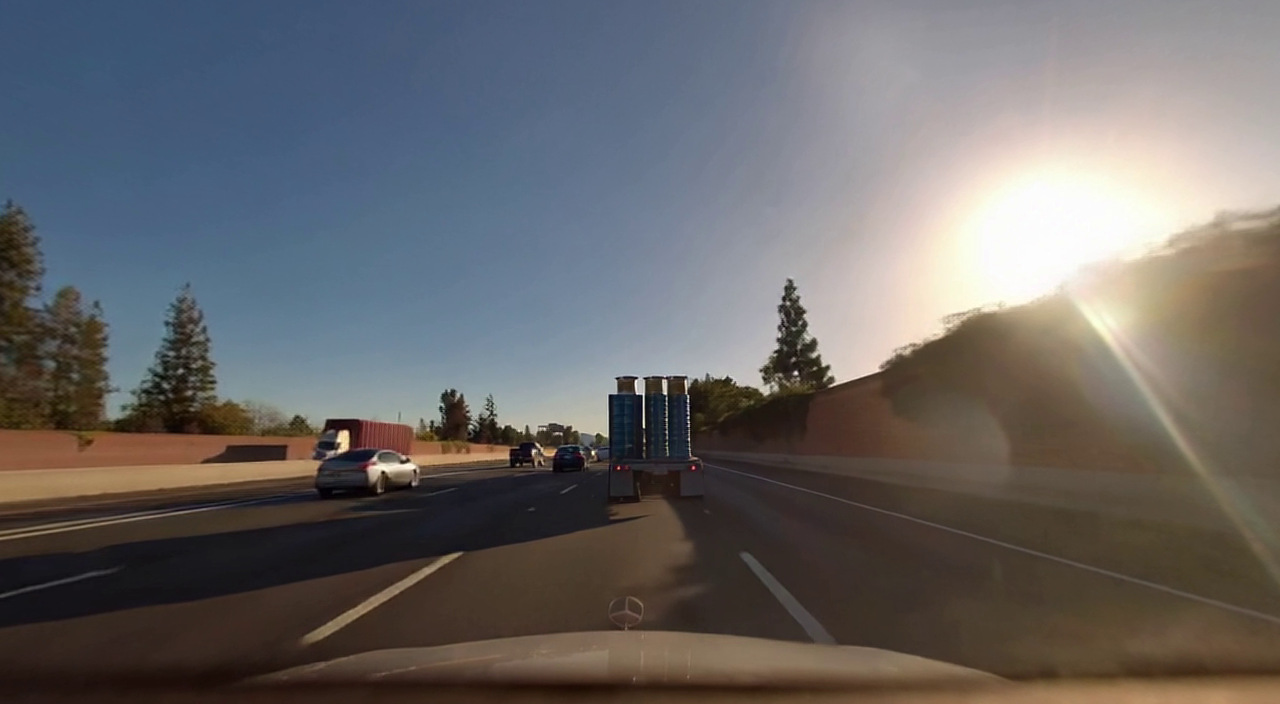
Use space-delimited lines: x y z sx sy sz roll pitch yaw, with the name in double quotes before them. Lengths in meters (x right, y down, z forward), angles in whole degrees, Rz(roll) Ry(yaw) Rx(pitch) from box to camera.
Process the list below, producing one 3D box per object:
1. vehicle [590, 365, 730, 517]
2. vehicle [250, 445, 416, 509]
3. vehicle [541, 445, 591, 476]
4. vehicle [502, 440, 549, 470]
"vehicle" 0.424 2.397 16.986 2.798 3.071 8.412 0 -8 0
"vehicle" -7.903 3.228 16.870 2.006 1.458 4.700 0 -8 1
"vehicle" -3.723 5.522 32.470 1.974 1.475 4.538 0 -8 1
"vehicle" -7.560 6.864 42.179 2.164 1.874 5.004 0 -8 1
